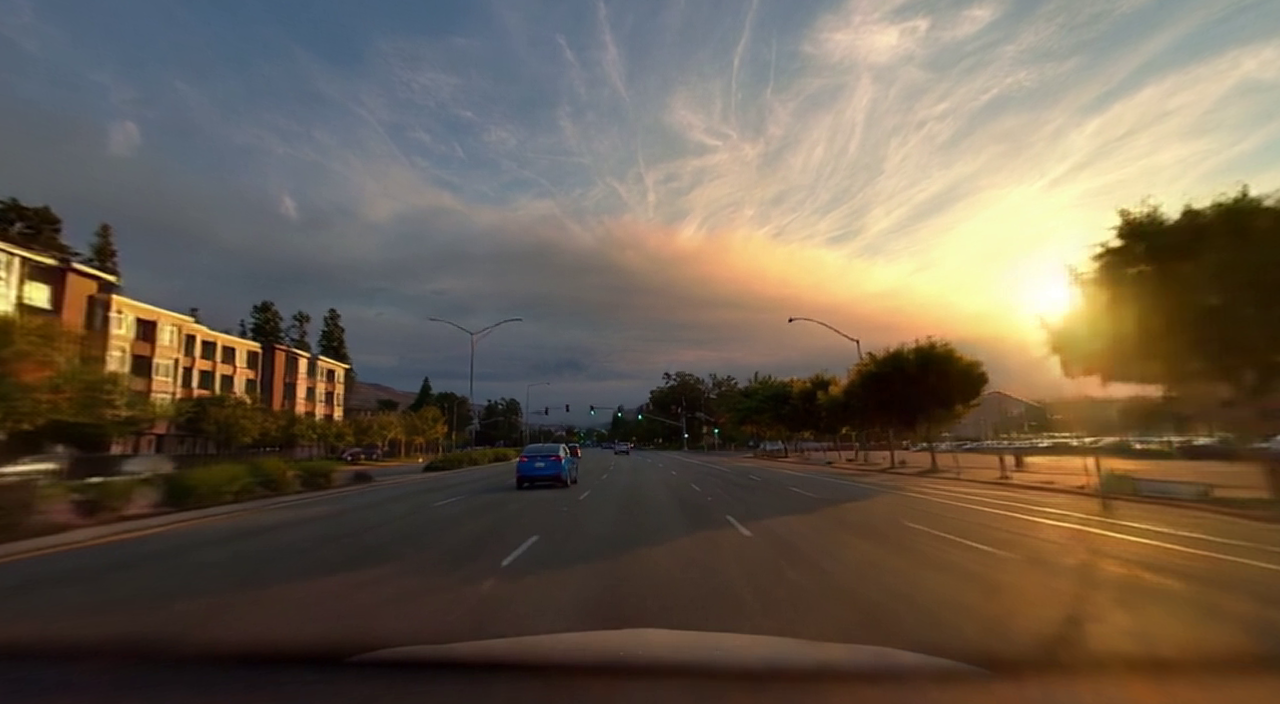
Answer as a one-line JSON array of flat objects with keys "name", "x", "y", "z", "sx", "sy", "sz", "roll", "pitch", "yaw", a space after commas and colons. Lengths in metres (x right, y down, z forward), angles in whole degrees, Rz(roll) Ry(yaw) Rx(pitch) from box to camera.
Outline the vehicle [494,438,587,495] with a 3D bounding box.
[{"name": "vehicle", "x": -2.881, "y": 3.438, "z": 19.313, "sx": 2.009, "sy": 1.489, "sz": 4.543, "roll": -1, "pitch": -8, "yaw": 1}]

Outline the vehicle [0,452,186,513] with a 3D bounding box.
[{"name": "vehicle", "x": -16.370, "y": 3.863, "z": 19.184, "sx": 1.890, "sy": 1.479, "sz": 4.484, "roll": -2, "pitch": -8, "yaw": -2}]
